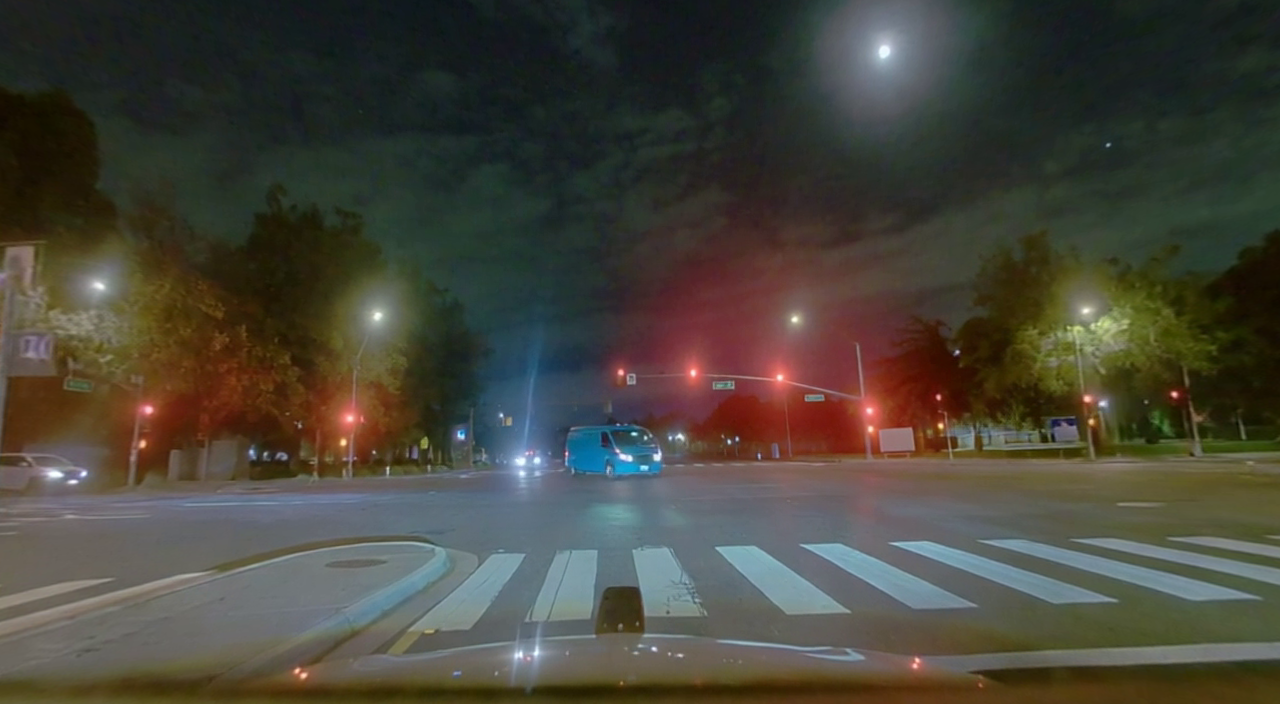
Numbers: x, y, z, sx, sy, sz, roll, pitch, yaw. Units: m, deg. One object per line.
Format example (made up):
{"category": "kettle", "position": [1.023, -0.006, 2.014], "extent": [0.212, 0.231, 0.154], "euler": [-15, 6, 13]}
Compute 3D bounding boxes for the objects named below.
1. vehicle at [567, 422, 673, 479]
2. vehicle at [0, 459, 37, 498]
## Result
{"category": "vehicle", "position": [-1.104, 4.613, 29.862], "extent": [2.465, 2.404, 5.791], "euler": [5, -10, -31]}
{"category": "vehicle", "position": [-45.977, 9.057, 45.619], "extent": [2.529, 2.543, 5.861], "euler": [6, -10, -35]}
